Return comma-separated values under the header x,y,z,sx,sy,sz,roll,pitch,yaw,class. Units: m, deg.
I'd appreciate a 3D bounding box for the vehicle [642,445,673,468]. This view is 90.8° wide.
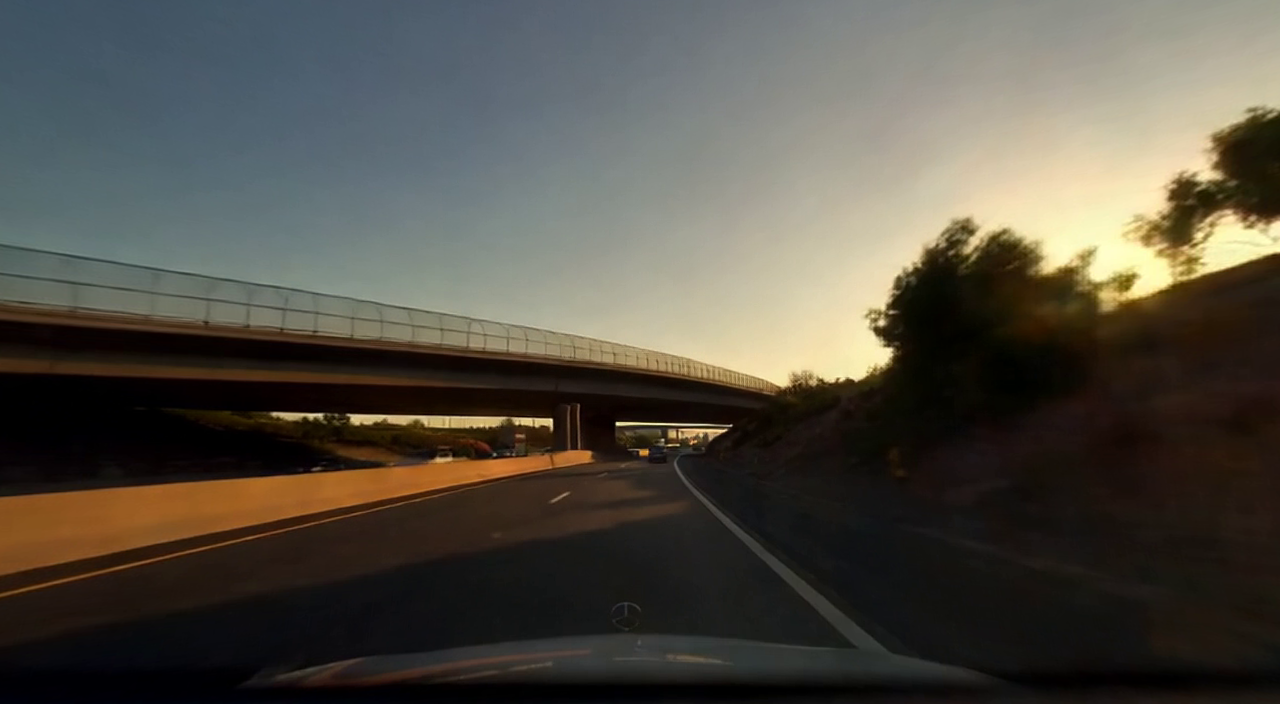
x,y,z,sx,sy,sz,roll,pitch,yaw,class
1.309,7.789,47.037,2.221,1.603,4.149,0,-9,2,vehicle
